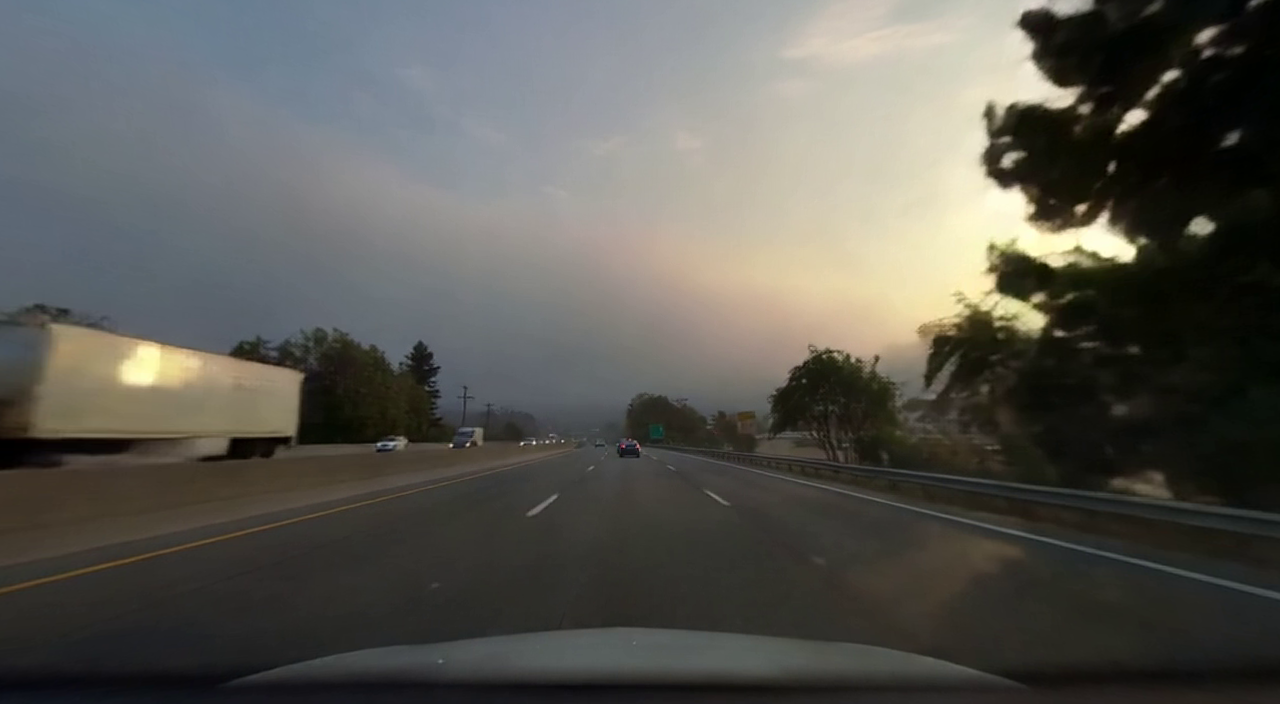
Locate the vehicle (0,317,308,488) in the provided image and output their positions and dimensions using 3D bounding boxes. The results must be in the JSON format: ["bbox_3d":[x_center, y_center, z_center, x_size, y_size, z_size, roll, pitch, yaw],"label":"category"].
[{"bbox_3d":[-16.570,2.132,21.744,3.036,4.094,13.534,0,-8,-1],"label":"vehicle"}]

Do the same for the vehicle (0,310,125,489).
[{"bbox_3d":[-16.409,1.150,14.897,2.982,4.135,6.215,-1,-8,-1],"label":"vehicle"}]

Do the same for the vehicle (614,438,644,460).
[{"bbox_3d":[-0.831,6.987,45.418,2.099,1.504,3.843,0,-8,-2],"label":"vehicle"}]
